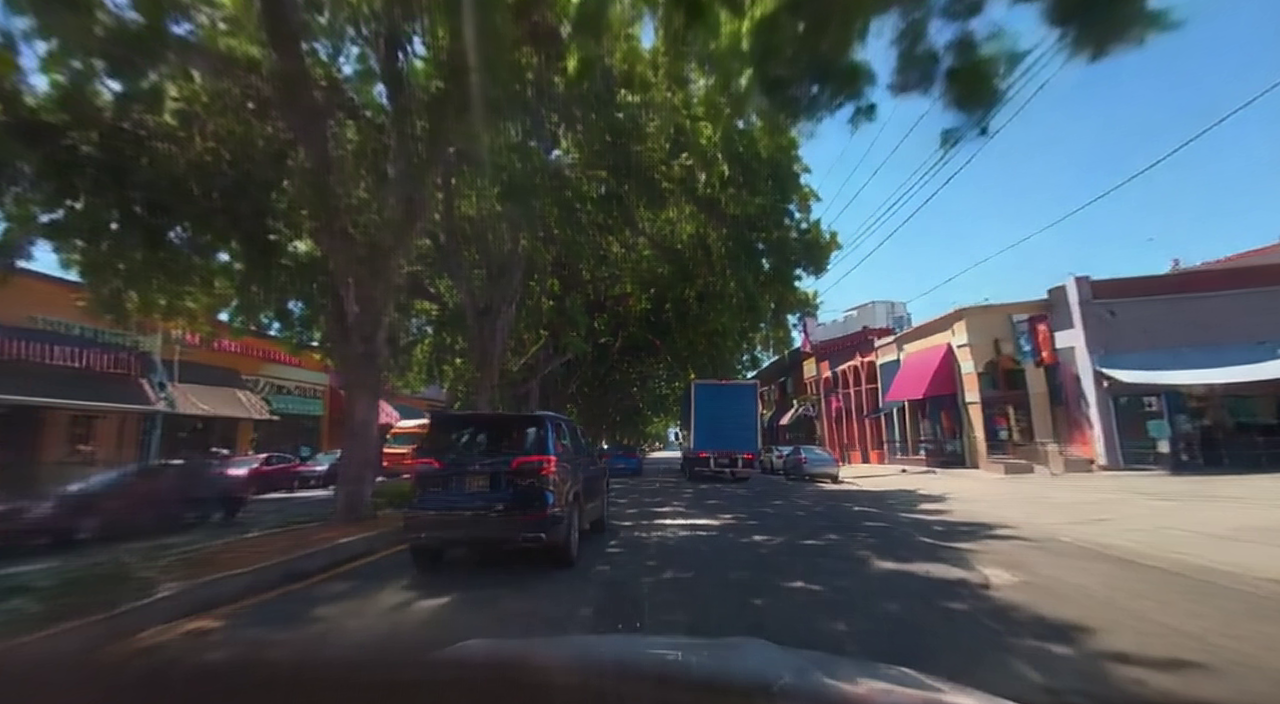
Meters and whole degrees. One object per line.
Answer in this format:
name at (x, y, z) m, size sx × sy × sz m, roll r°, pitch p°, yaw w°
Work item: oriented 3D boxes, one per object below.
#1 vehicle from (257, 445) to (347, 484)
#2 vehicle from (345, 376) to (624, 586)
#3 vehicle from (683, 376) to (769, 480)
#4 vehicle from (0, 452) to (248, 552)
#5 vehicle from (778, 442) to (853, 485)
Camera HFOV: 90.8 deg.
vehicle at (-21.195, 7.013, 39.997) m, size 2.233 × 2.228 × 5.747 m, roll 0°, pitch -8°, yaw 4°
vehicle at (-1.603, 1.622, 8.715) m, size 2.293 × 2.036 × 4.853 m, roll -1°, pitch -9°, yaw 4°
vehicle at (3.921, 4.029, 32.238) m, size 3.007 × 4.206 × 12.913 m, roll -1°, pitch -8°, yaw 2°
vehicle at (-9.886, 2.639, 11.879) m, size 1.915 × 1.434 × 4.609 m, roll -1°, pitch -9°, yaw 3°
vehicle at (6.826, 4.346, 24.977) m, size 1.929 × 1.522 × 4.158 m, roll -1°, pitch -9°, yaw 3°
